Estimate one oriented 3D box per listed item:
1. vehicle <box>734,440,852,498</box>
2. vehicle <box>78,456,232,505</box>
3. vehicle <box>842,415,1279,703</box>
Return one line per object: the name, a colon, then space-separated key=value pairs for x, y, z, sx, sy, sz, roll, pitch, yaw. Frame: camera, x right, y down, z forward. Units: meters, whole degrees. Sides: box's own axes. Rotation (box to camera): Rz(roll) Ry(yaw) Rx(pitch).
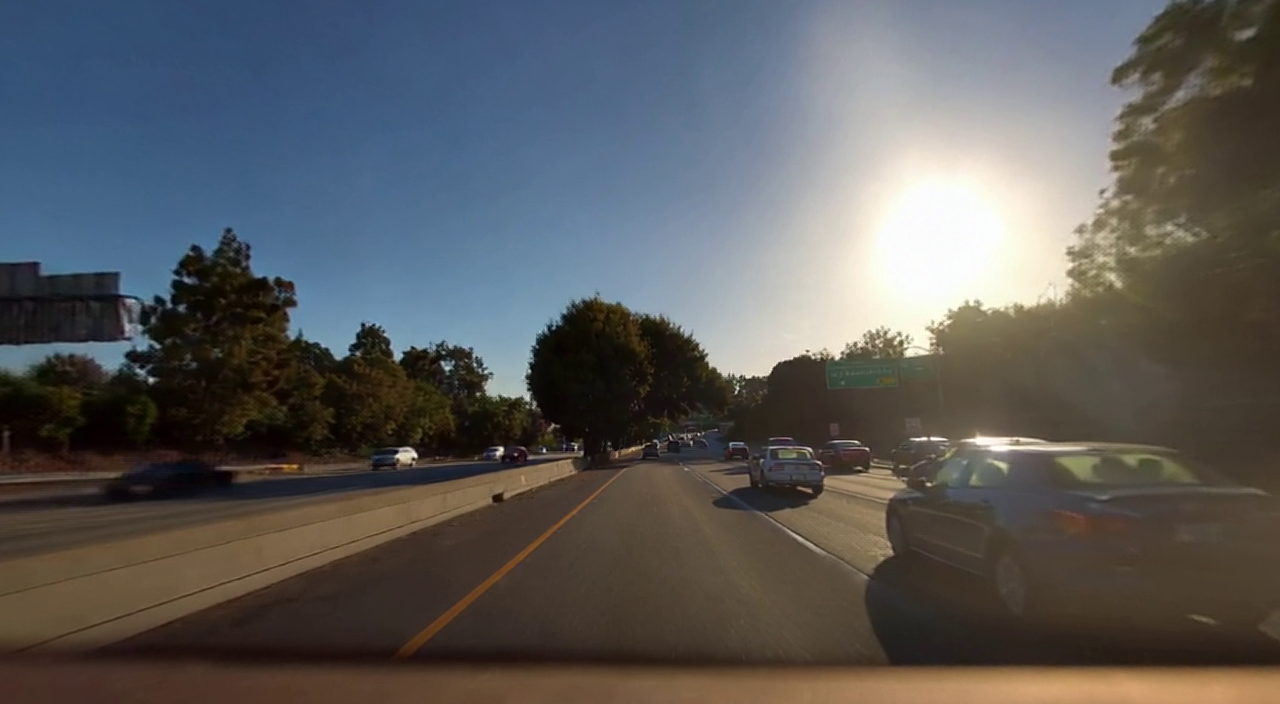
vehicle: x=4.317 y=3.396 z=18.813 sx=2.223 sy=1.483 sz=5.075 roll=0 pitch=-8 yaw=0
vehicle: x=-16.715 y=4.412 z=22.075 sx=1.839 sy=1.442 sz=4.392 roll=0 pitch=-8 yaw=1
vehicle: x=3.543 y=1.363 z=5.189 sx=2.198 sy=1.467 sz=4.675 roll=0 pitch=-8 yaw=0
